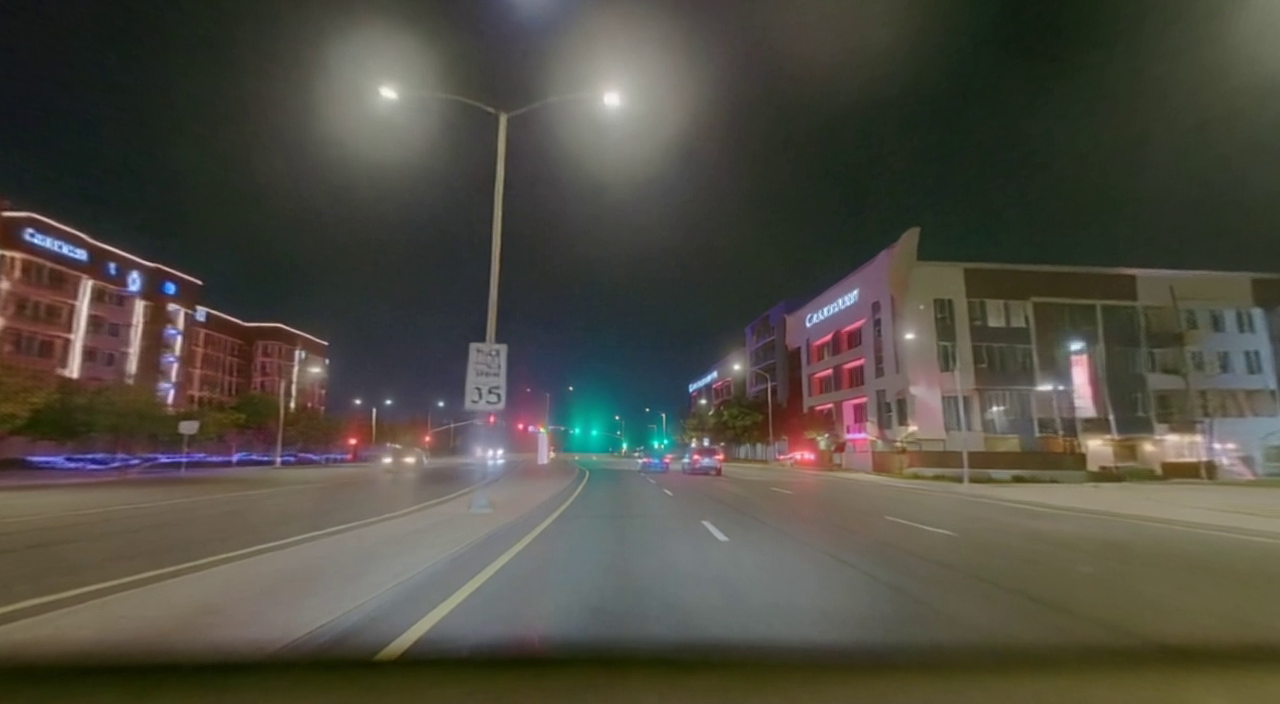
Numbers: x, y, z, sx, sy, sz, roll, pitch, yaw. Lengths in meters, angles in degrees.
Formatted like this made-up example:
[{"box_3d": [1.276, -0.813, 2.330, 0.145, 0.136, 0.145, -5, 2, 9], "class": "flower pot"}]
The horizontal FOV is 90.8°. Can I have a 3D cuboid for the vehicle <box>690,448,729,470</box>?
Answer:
[{"box_3d": [4.867, 7.582, 44.854, 1.932, 1.439, 4.159, 1, -9, -6], "class": "vehicle"}]

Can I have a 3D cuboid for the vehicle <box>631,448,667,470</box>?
[{"box_3d": [0.544, 7.563, 44.943, 2.020, 1.479, 4.650, 1, -9, -6], "class": "vehicle"}]

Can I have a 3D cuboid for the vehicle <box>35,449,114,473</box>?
[{"box_3d": [-40.694, 7.833, 45.616, 1.847, 1.627, 4.481, 1, -9, -6], "class": "vehicle"}]

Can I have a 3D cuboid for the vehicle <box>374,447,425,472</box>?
[{"box_3d": [-15.418, 6.881, 40.737, 1.915, 1.483, 4.210, 0, -9, -5], "class": "vehicle"}]

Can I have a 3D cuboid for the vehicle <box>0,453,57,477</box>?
[{"box_3d": [-40.115, 7.145, 40.218, 1.789, 1.445, 4.752, 0, -9, -5], "class": "vehicle"}]
